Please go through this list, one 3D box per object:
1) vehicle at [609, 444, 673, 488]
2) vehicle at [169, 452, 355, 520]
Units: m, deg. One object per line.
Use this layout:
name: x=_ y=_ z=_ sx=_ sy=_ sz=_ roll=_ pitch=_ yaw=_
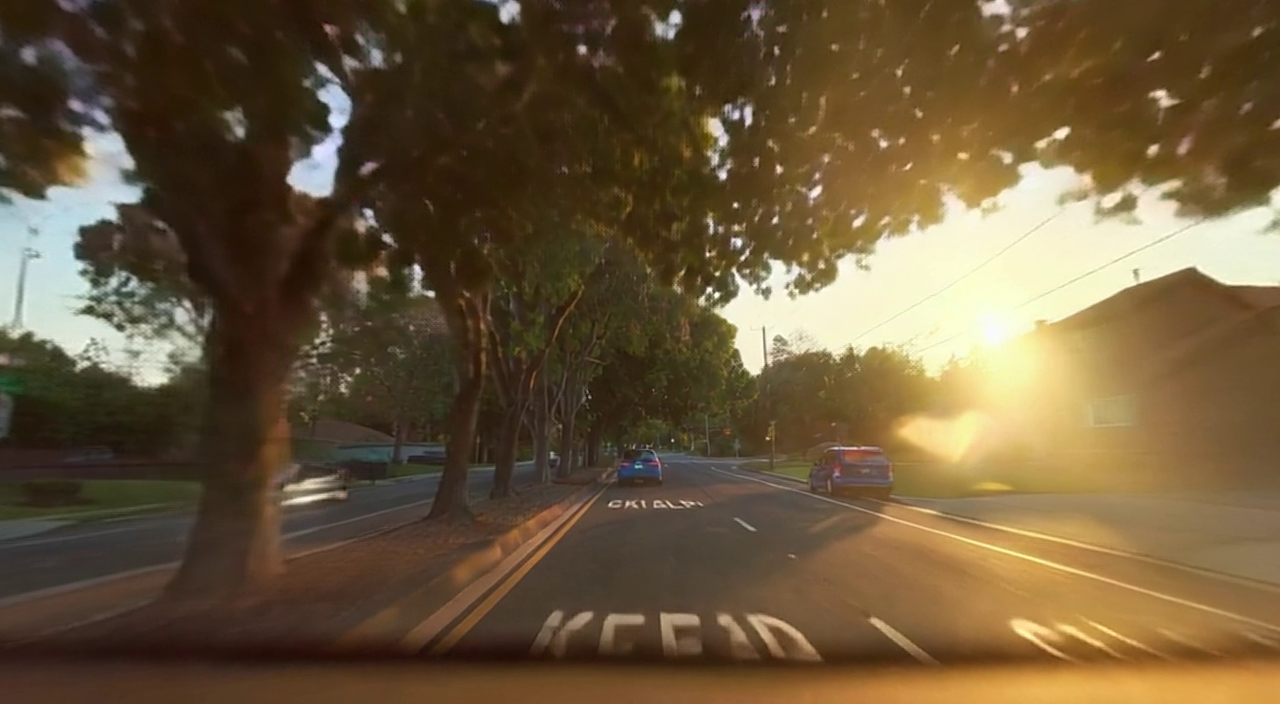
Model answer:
vehicle: x=0.030 y=4.221 z=23.737 sx=2.158 sy=1.469 sz=4.909 roll=0 pitch=-9 yaw=0
vehicle: x=-9.532 y=3.381 z=16.456 sx=2.030 sy=1.468 sz=4.469 roll=-1 pitch=-9 yaw=1
